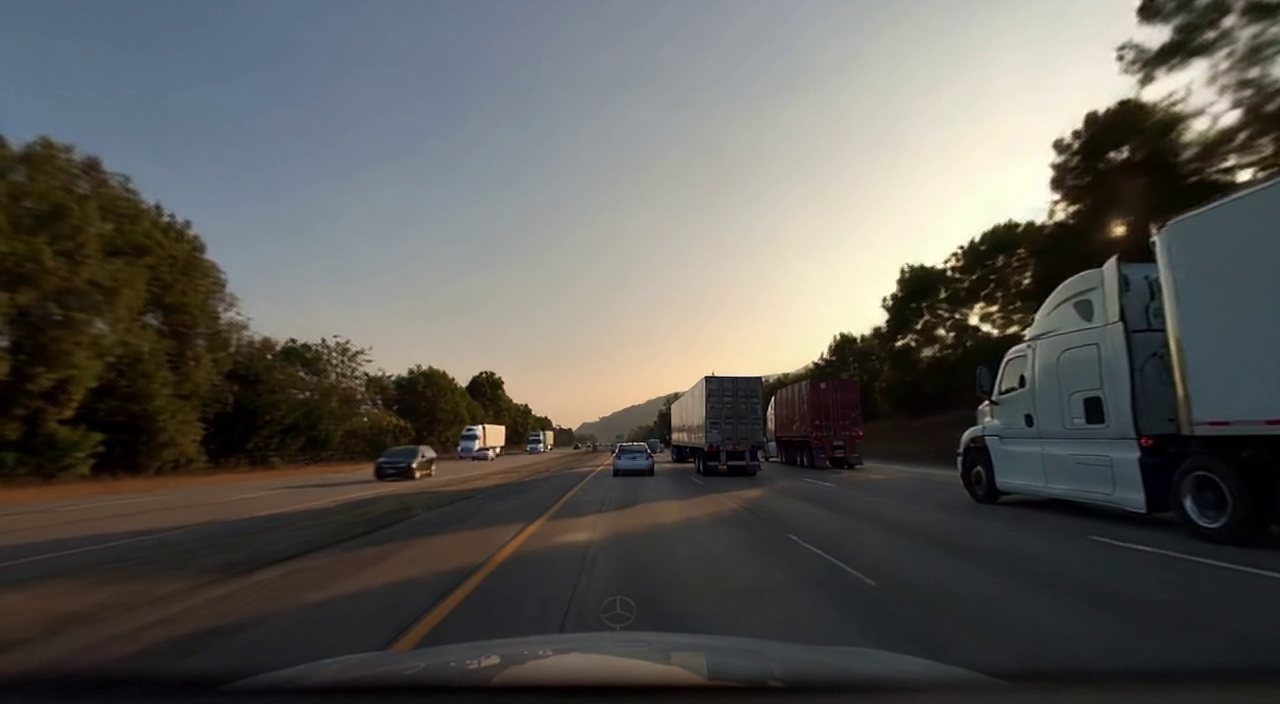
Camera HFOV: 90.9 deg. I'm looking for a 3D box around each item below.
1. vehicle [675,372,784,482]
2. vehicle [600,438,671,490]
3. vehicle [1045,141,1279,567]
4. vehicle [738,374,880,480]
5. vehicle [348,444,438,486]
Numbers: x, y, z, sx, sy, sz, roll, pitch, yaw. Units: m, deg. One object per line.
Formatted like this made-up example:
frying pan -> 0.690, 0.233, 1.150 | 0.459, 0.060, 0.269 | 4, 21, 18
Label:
vehicle -> 3.745, 3.753, 30.786 | 2.888, 4.099, 14.183 | 0, -8, -2
vehicle -> -0.184, 3.500, 20.217 | 2.038, 1.477, 3.773 | 0, -8, -2
vehicle -> 8.160, -0.483, 2.737 | 3.110, 4.308, 14.260 | 0, -8, -1
vehicle -> 7.692, 3.852, 31.680 | 2.876, 4.111, 14.145 | 0, -8, -2
vehicle -> -9.776, 4.466, 25.305 | 1.890, 1.468, 4.193 | 0, -8, 0
